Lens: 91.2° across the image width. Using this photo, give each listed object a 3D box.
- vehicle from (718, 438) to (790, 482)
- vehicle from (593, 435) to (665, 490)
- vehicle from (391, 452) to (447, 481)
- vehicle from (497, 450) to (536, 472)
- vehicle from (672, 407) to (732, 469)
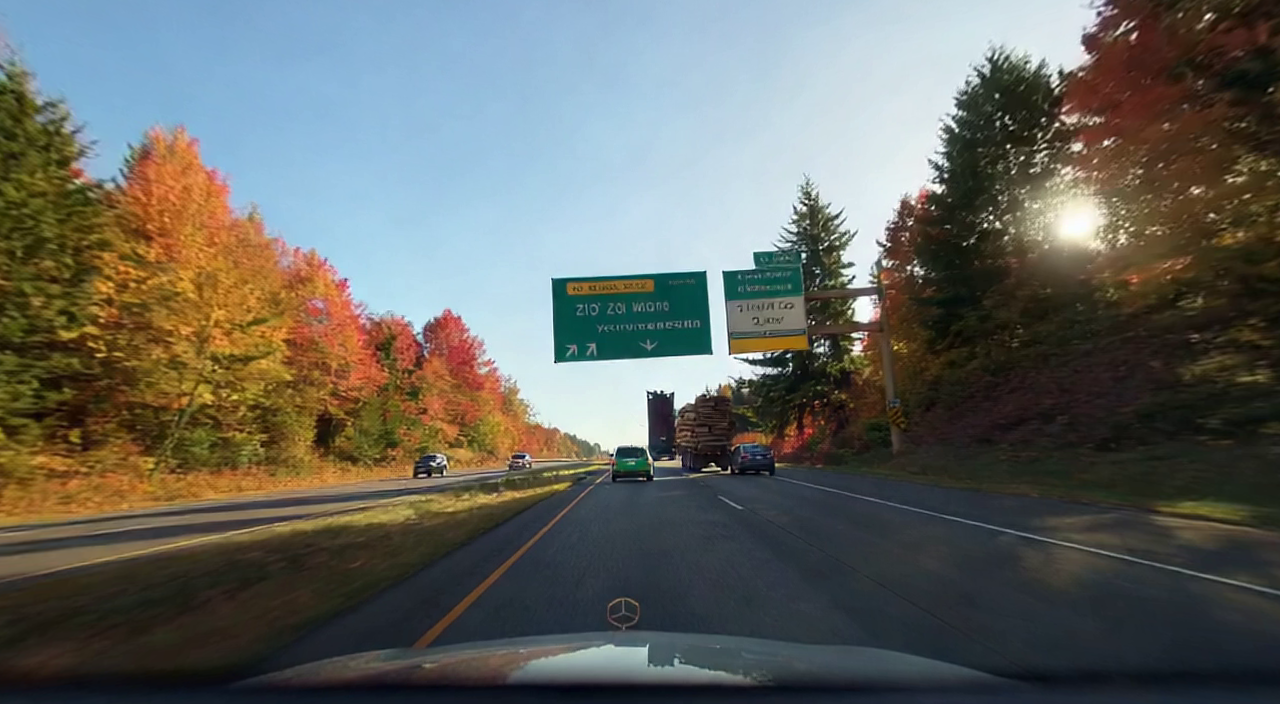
[{"bbox_3d":[4.612,4.445,26.050,2.057,1.660,4.525,0,-9,-1],"label":"vehicle"},{"bbox_3d":[-0.387,3.795,21.869,2.263,1.699,3.936,0,-9,-1],"label":"vehicle"},{"bbox_3d":[-13.718,7.098,39.108,1.965,1.625,4.309,0,-9,-1],"label":"vehicle"},{"bbox_3d":[-9.143,8.089,46.784,1.999,1.498,4.105,-1,-9,1],"label":"vehicle"},{"bbox_3d":[4.224,6.166,44.603,3.125,3.895,8.461,0,-9,-2],"label":"vehicle"}]
